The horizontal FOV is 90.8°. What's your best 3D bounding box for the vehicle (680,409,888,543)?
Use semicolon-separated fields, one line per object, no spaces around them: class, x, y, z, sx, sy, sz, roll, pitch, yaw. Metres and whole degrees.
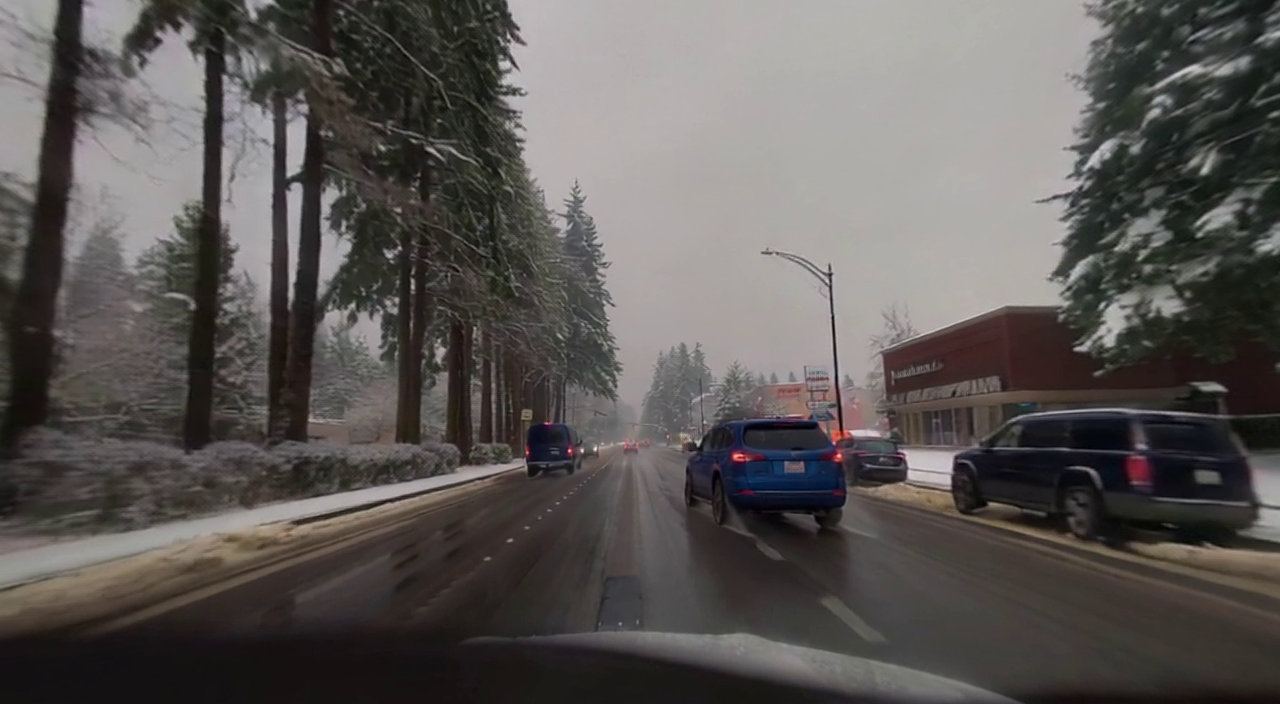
vehicle;2.026;1.920;10.408;2.168;1.725;4.192;0;-8;-4

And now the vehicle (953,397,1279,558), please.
vehicle;6.894;1.744;9.452;1.945;1.797;4.591;0;-8;-2

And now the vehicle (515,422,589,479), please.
vehicle;-3.484;4.048;26.142;2.357;2.063;5.488;0;-8;-1
